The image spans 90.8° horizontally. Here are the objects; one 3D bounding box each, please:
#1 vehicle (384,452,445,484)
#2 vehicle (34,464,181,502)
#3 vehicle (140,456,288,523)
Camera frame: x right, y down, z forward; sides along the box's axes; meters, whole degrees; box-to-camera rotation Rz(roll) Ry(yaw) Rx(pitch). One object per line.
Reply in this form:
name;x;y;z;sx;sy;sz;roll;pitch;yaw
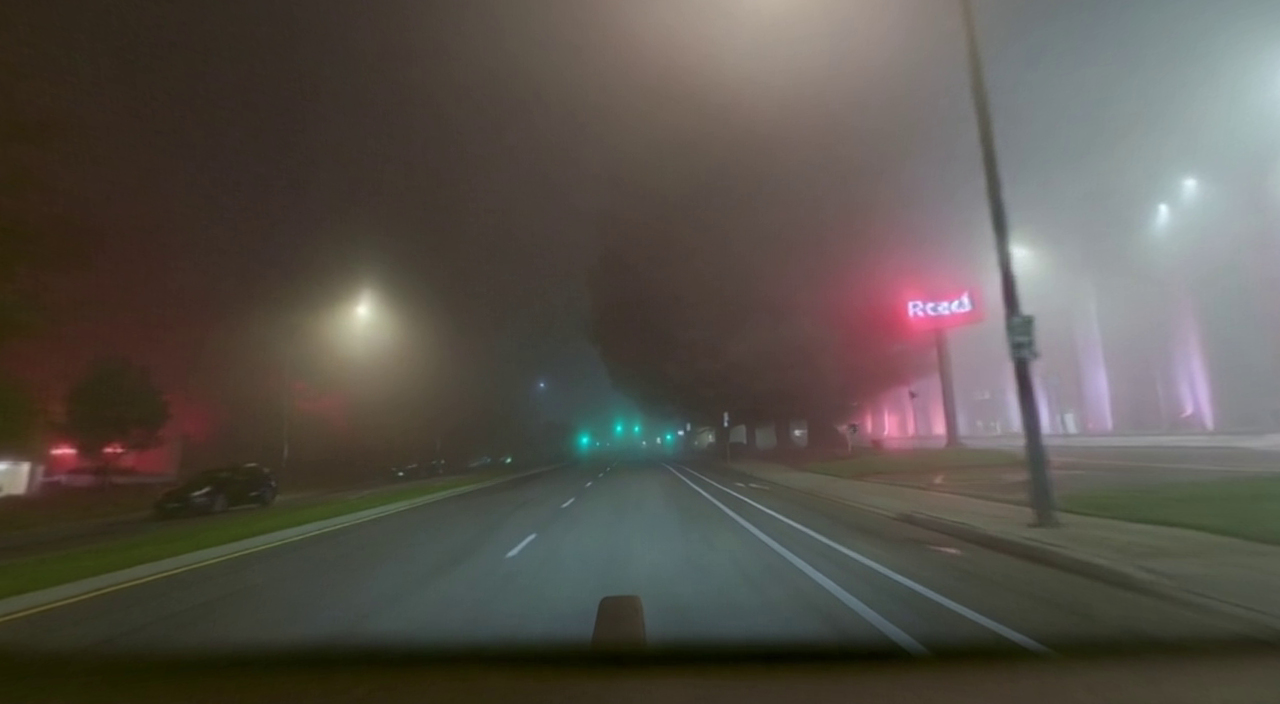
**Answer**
vehicle;-12.809;6.545;36.078;1.986;1.488;4.330;-4;-8;-2
vehicle;-23.515;5.790;28.018;4.718;1.500;1.943;0;-8;0
vehicle;-12.658;4.048;19.092;1.953;1.558;3.839;-6;-8;-2
